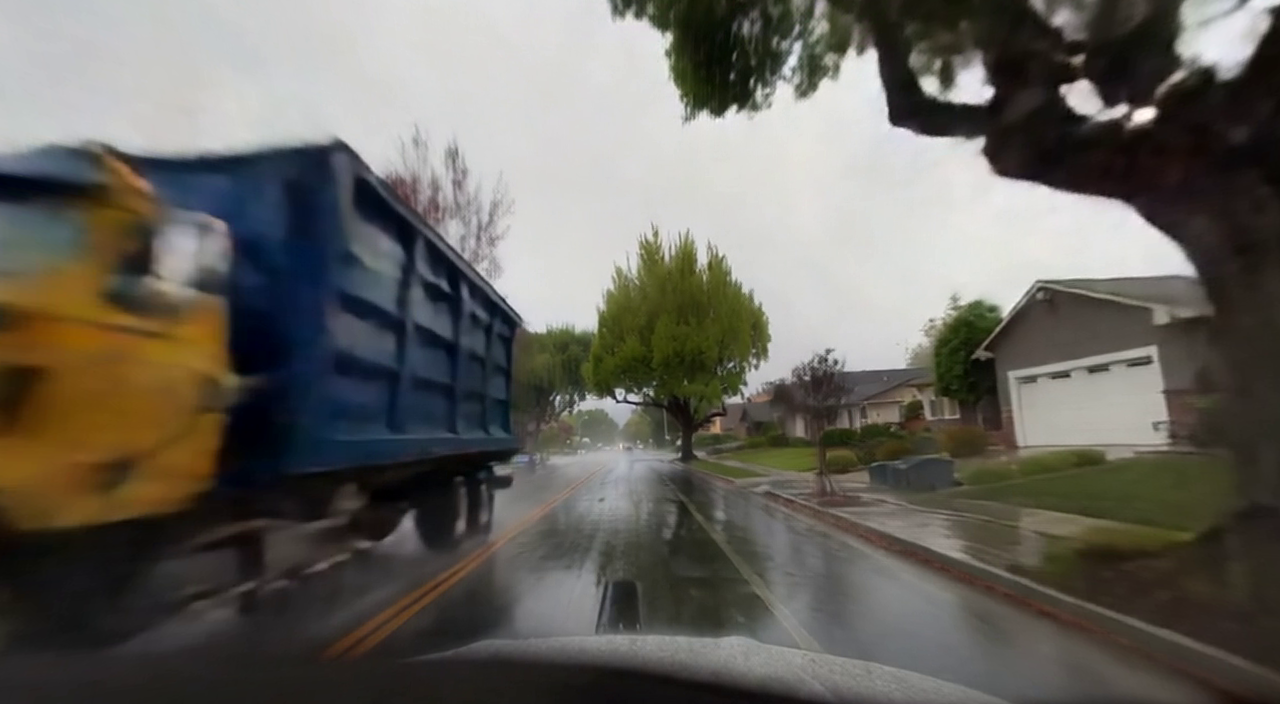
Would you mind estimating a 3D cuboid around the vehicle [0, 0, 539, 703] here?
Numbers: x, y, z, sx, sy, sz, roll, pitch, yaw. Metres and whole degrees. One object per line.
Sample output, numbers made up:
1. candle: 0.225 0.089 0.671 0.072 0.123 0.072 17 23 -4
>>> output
1. vehicle: -3.705 0.613 8.154 3.133 4.112 10.695 0 -8 -1
